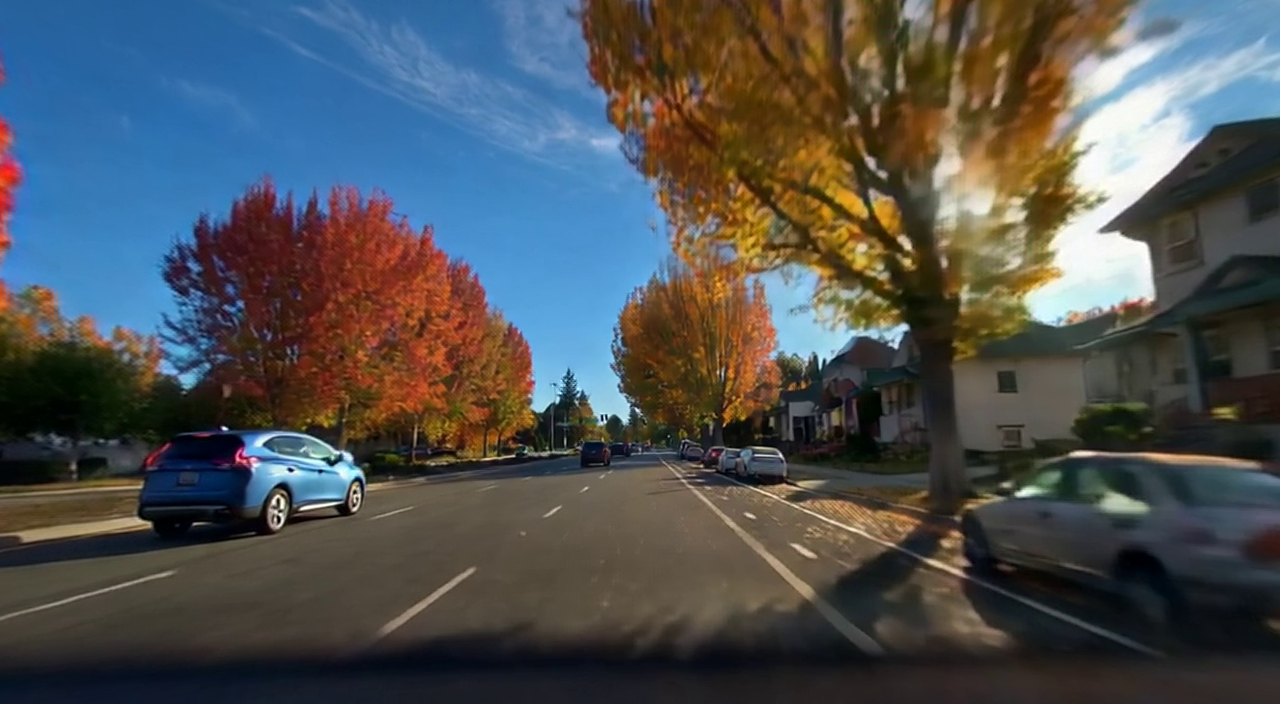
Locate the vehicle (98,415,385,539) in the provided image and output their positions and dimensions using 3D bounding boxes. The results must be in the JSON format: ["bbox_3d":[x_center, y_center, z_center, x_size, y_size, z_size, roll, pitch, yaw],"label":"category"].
[{"bbox_3d":[-6.519,2.095,11.150,2.034,1.711,4.512,0,-9,1],"label":"vehicle"}]

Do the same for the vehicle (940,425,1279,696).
[{"bbox_3d":[4.603,1.480,5.520,1.939,1.504,4.189,0,-9,1],"label":"vehicle"}]

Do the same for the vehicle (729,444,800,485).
[{"bbox_3d":[5.016,4.573,26.040,1.952,1.505,4.713,0,-9,0],"label":"vehicle"}]
